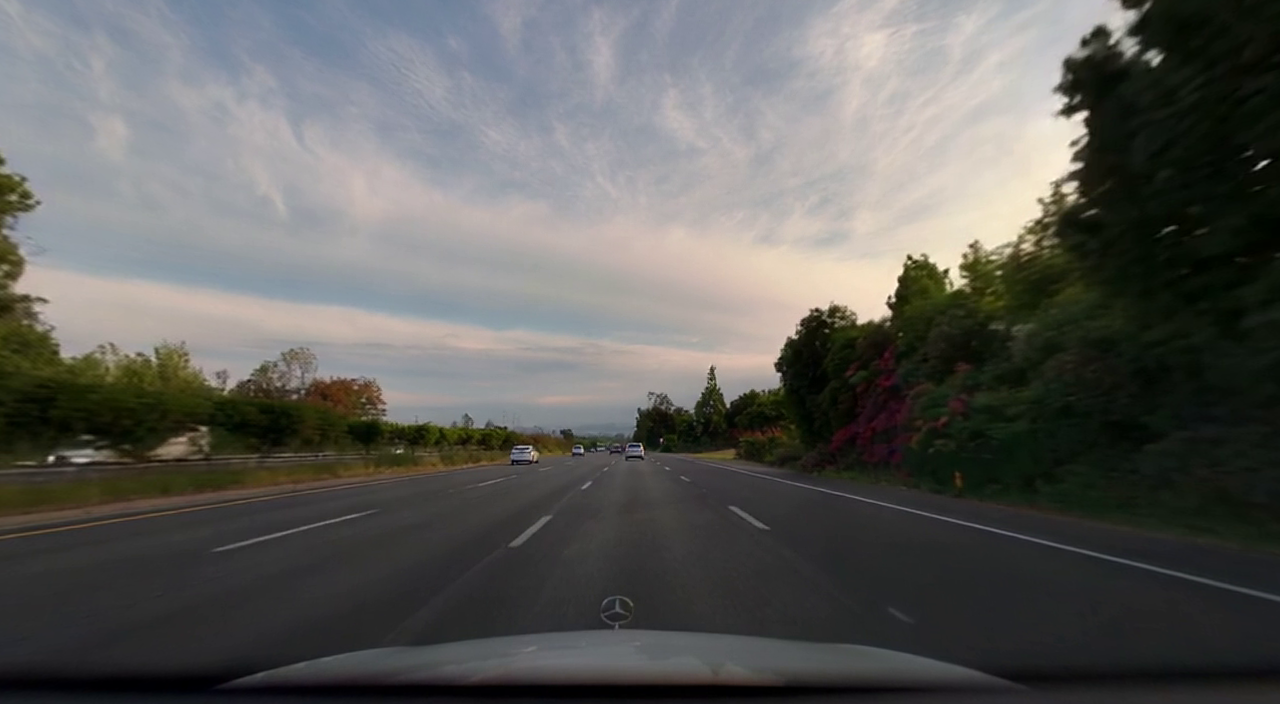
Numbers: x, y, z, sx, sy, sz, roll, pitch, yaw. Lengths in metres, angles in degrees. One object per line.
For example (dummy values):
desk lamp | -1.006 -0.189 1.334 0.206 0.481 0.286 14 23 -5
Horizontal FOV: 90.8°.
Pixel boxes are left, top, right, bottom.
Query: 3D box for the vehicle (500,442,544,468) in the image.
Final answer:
vehicle | -7.740 6.785 41.835 1.991 1.572 4.314 0 -9 0
